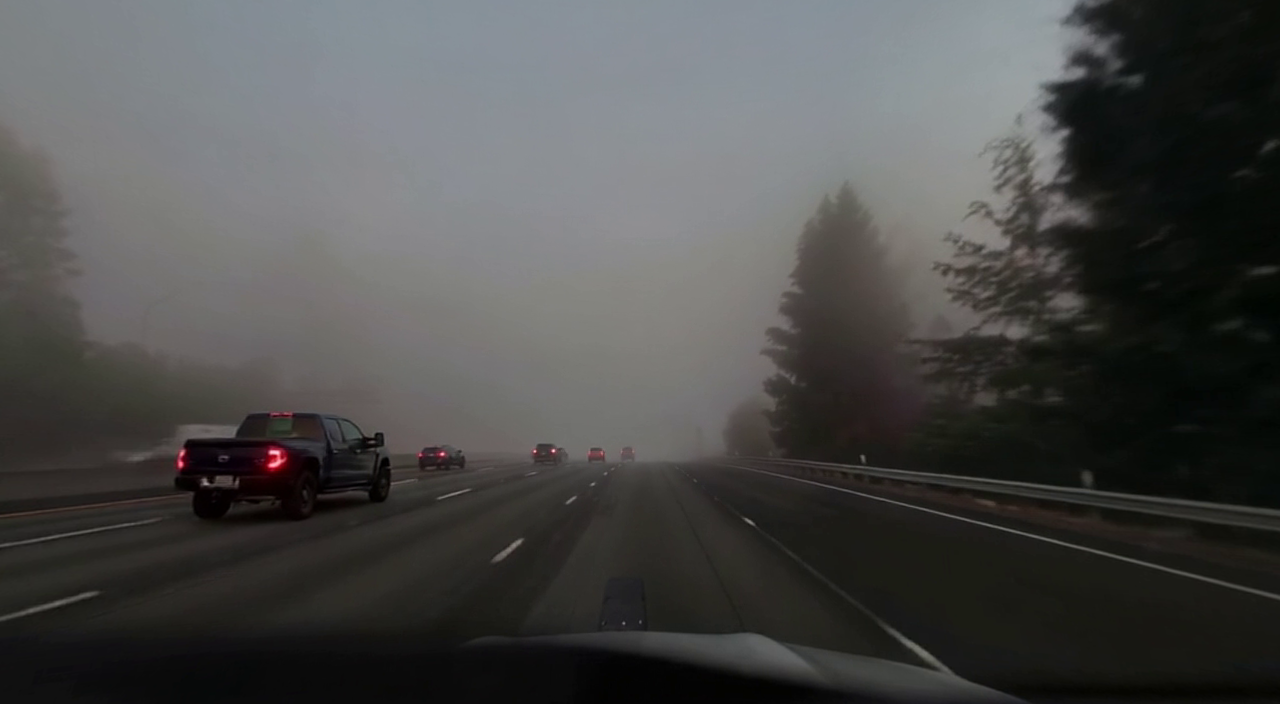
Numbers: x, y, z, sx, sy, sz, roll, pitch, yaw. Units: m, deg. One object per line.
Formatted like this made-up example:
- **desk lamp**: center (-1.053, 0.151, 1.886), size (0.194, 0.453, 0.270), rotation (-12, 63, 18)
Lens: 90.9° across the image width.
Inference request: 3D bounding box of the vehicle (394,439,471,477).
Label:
- **vehicle**: center (-9.813, 5.035, 30.231), size (2.060, 1.662, 4.469), rotation (0, -8, 1)

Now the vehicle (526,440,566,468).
- **vehicle**: center (-6.254, 6.814, 42.455), size (2.009, 1.735, 4.358), rotation (0, -8, 0)

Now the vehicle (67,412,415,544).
- **vehicle**: center (-6.565, 2.160, 11.773), size (2.403, 1.773, 6.276), rotation (0, -8, 0)
